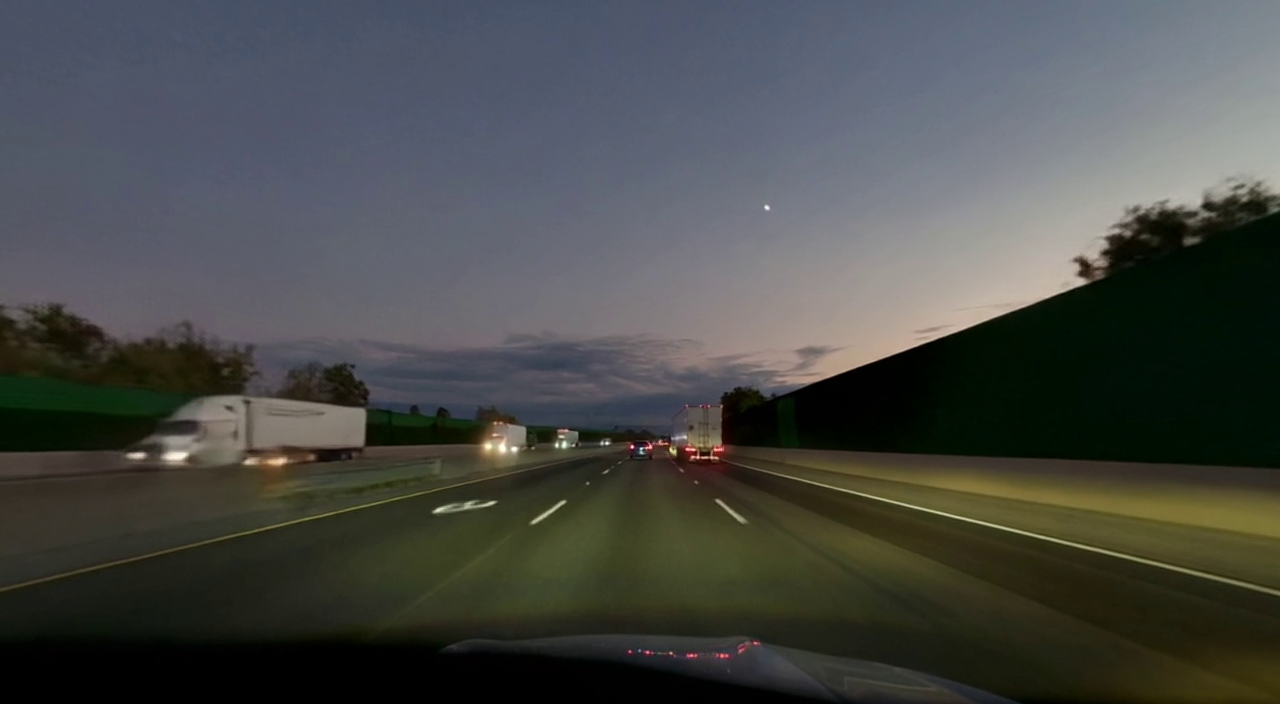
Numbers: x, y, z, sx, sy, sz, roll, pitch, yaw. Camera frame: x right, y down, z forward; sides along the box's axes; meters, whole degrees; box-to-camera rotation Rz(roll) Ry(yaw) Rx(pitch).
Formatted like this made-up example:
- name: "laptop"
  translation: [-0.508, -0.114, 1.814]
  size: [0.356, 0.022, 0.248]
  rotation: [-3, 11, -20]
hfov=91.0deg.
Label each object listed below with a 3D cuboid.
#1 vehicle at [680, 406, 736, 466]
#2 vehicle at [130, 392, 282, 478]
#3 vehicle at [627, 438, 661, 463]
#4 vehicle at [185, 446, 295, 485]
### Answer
- name: "vehicle"
  translation: [4.106, 5.354, 39.731]
  size: [2.742, 3.383, 8.285]
  rotation: [0, -8, 1]
- name: "vehicle"
  translation: [-21.171, 4.138, 31.256]
  size: [2.976, 3.849, 6.089]
  rotation: [0, -8, 0]
- name: "vehicle"
  translation: [0.322, 7.280, 46.844]
  size: [2.389, 1.760, 4.473]
  rotation: [0, -8, 1]
- name: "vehicle"
  translation: [-16.742, 4.730, 26.627]
  size: [1.854, 1.460, 4.211]
  rotation: [0, -8, 1]
